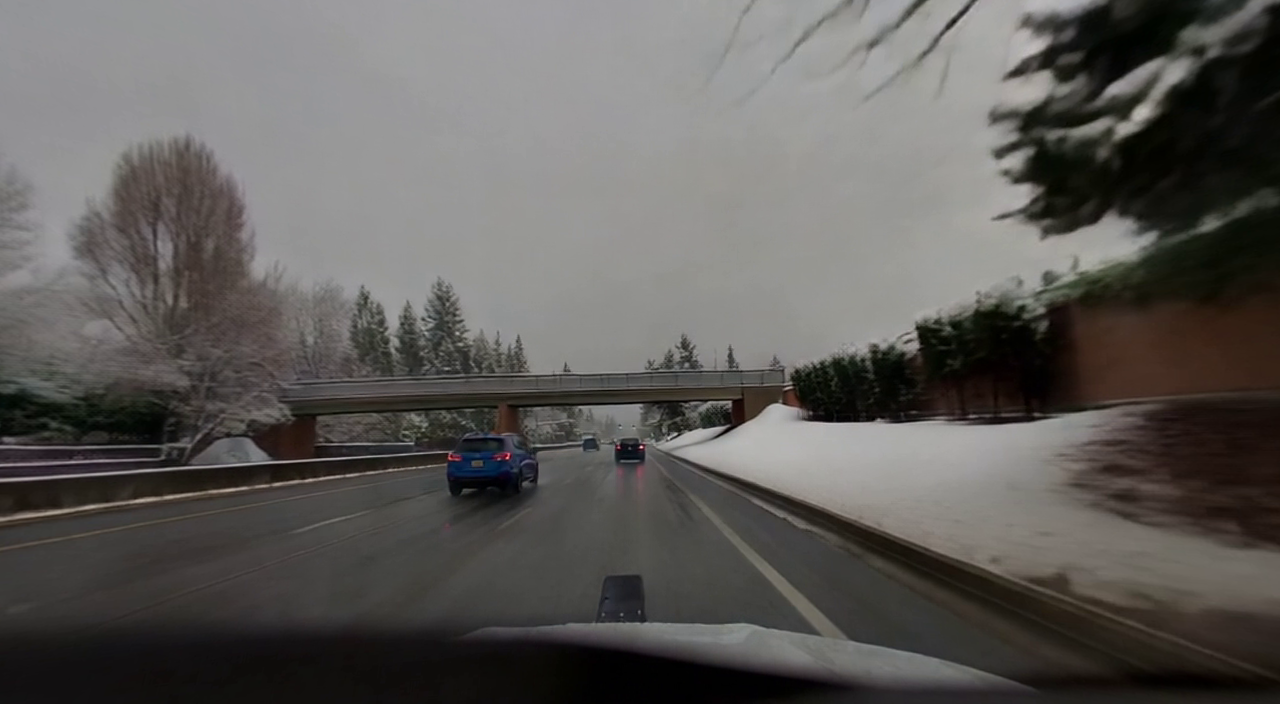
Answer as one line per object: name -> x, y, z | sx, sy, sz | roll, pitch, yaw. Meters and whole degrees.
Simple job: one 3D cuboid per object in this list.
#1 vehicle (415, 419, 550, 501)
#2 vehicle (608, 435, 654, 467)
vehicle -> -3.822, 2.738, 16.327 | 2.223, 1.771, 4.581 | -1, -8, 1
vehicle -> -0.460, 5.026, 32.235 | 2.205, 1.509, 4.272 | 0, -8, -1
